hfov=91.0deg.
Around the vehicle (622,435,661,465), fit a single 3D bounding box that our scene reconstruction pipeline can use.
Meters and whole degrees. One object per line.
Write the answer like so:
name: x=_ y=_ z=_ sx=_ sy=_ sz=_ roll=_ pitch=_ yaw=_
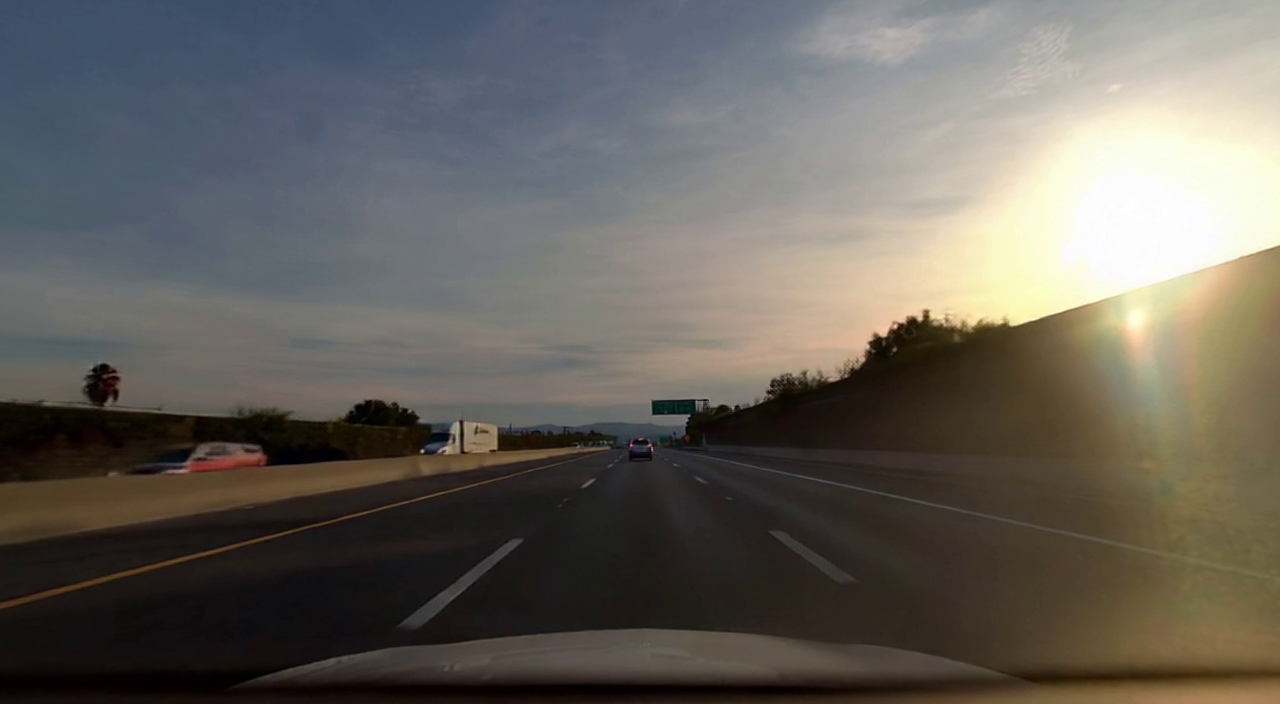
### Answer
vehicle: x=0.095 y=5.723 z=36.742 sx=2.111 sy=1.635 sz=4.177 roll=0 pitch=-8 yaw=0
